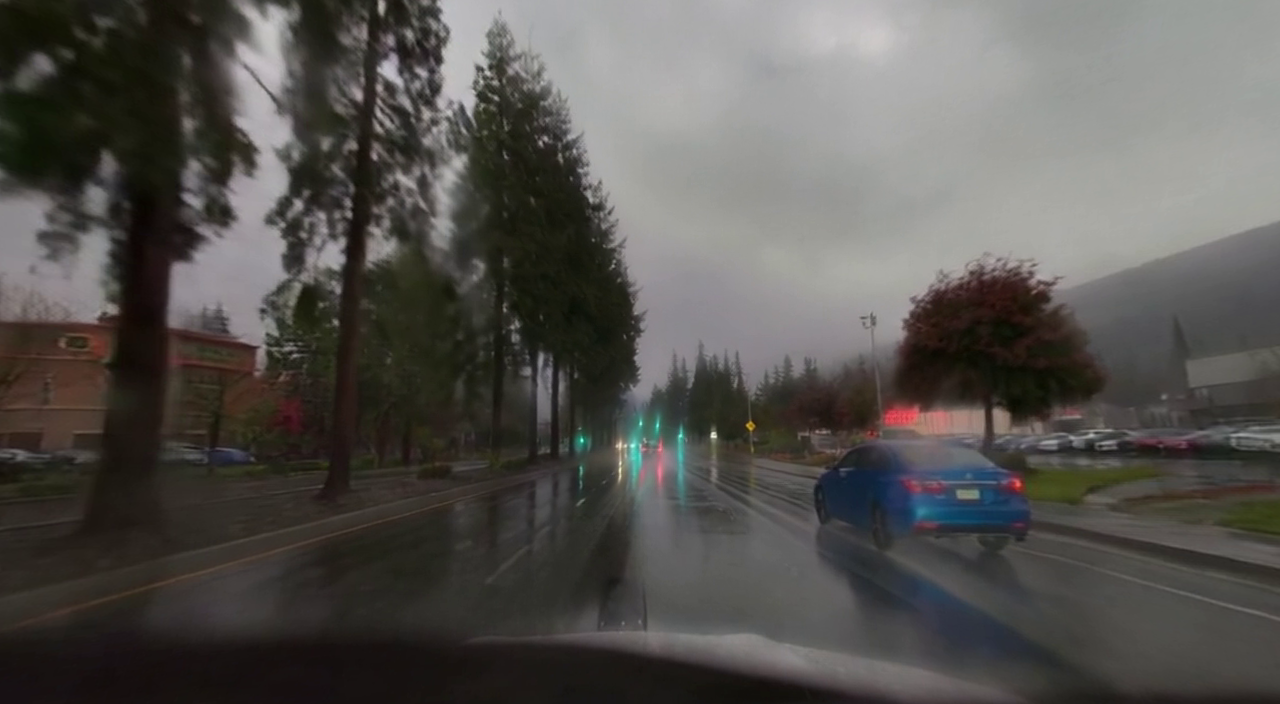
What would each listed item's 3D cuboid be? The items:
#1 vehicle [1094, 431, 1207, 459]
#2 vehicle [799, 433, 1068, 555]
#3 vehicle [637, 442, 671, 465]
[{"bbox_3d":[27.673,5.063,34.128,4.440,1.475,1.906,0,-9,0],"label":"vehicle"},{"bbox_3d":[4.211,2.099,10.080,2.053,1.482,4.568,0,-9,-1],"label":"vehicle"},{"bbox_3d":[0.916,6.806,42.227,2.144,1.505,4.128,0,-9,0],"label":"vehicle"}]
